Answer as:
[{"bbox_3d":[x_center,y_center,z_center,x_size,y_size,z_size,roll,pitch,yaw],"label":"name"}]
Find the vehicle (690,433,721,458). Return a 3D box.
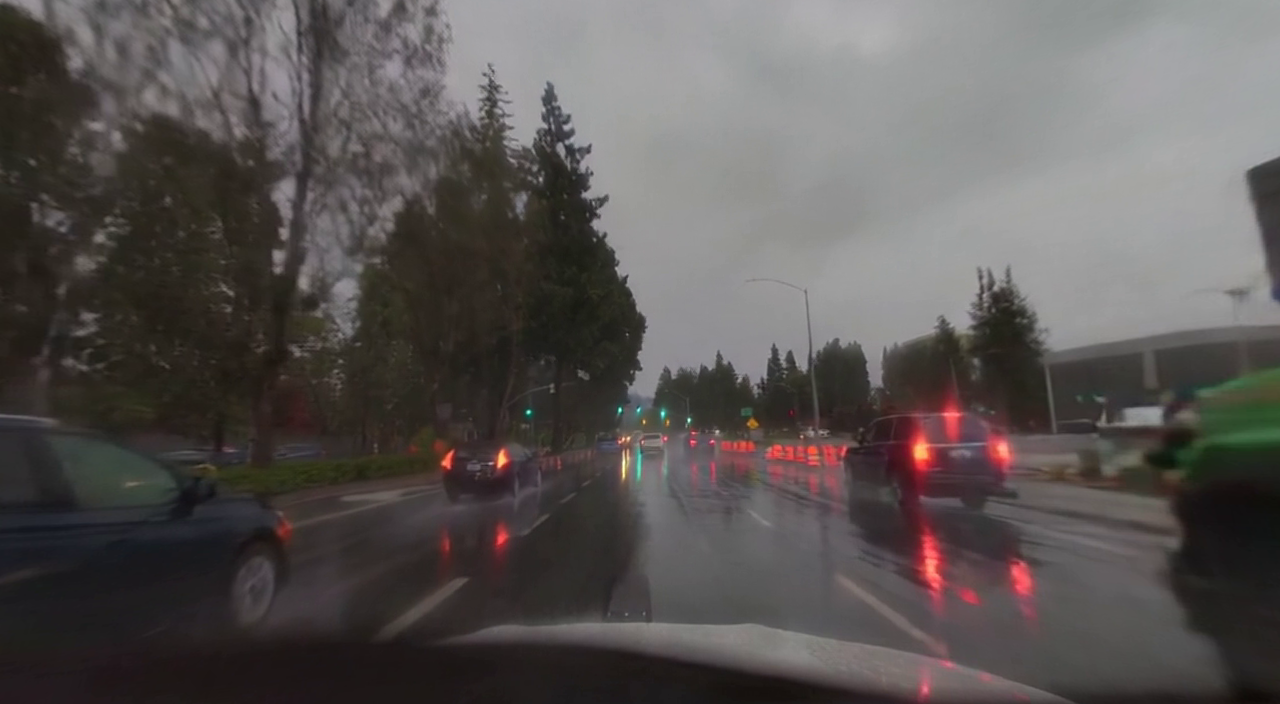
[{"bbox_3d":[4.478,6.426,43.434,1.984,1.659,4.226,-1,-8,4],"label":"vehicle"}]

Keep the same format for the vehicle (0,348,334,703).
[{"bbox_3d":[-3.592,0.902,3.001,2.038,1.682,4.399,0,-8,0],"label":"vehicle"}]

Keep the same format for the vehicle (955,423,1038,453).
[{"bbox_3d":[18.986,4.598,33.848,1.799,1.463,4.641,0,-8,1],"label":"vehicle"}]

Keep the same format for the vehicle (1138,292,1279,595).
[{"bbox_3d":[6.490,0.747,5.116,2.202,2.529,3.168,-1,-8,3],"label":"vehicle"}]

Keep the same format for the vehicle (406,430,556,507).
[{"bbox_3d":[-3.400,2.597,14.608,2.107,1.482,4.674,0,-8,2],"label":"vehicle"}]

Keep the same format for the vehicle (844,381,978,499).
[{"bbox_3d":[6.727,2.216,16.045,1.910,2.539,2.846,-6,-7,1],"label":"vehicle"}]

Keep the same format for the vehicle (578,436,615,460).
[{"bbox_3d":[-2.823,6.397,42.161,1.998,1.481,4.656,0,-8,2],"label":"vehicle"}]
